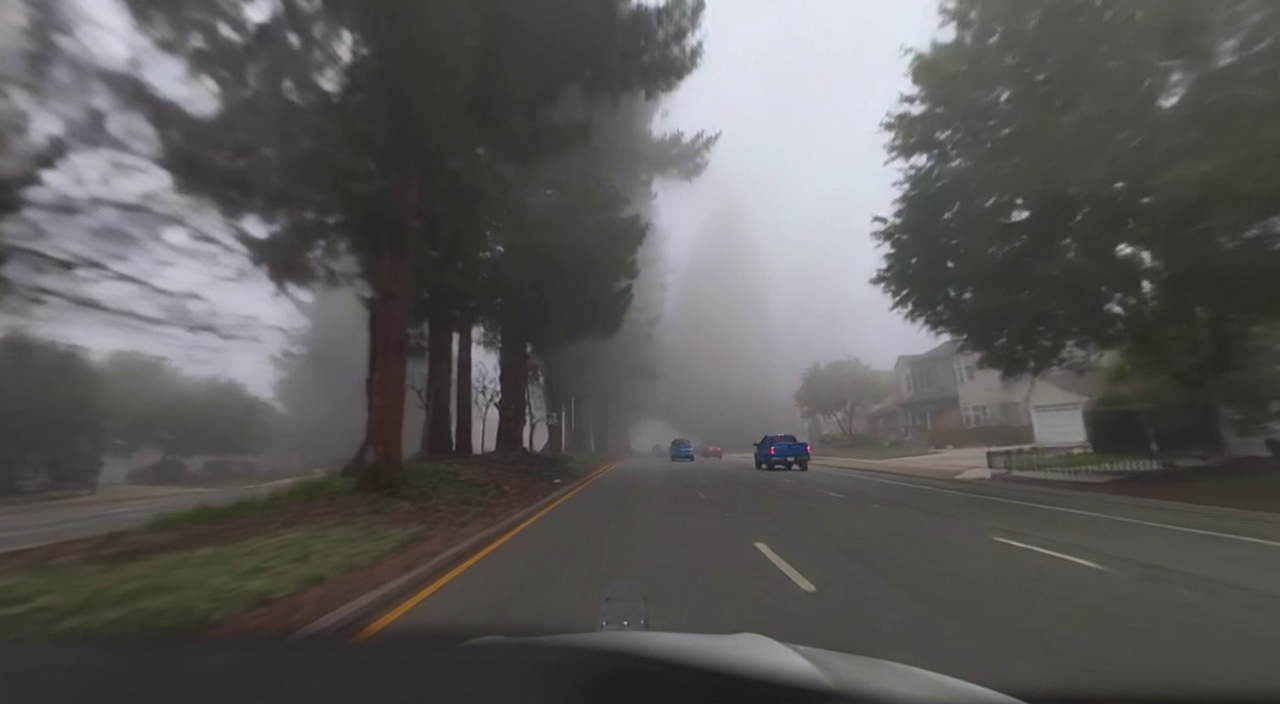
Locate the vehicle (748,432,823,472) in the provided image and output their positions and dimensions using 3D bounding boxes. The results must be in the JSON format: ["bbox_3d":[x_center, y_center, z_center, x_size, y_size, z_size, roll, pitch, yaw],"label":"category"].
[{"bbox_3d":[6.869,4.790,30.418,2.262,1.769,5.666,0,-8,0],"label":"vehicle"}]
